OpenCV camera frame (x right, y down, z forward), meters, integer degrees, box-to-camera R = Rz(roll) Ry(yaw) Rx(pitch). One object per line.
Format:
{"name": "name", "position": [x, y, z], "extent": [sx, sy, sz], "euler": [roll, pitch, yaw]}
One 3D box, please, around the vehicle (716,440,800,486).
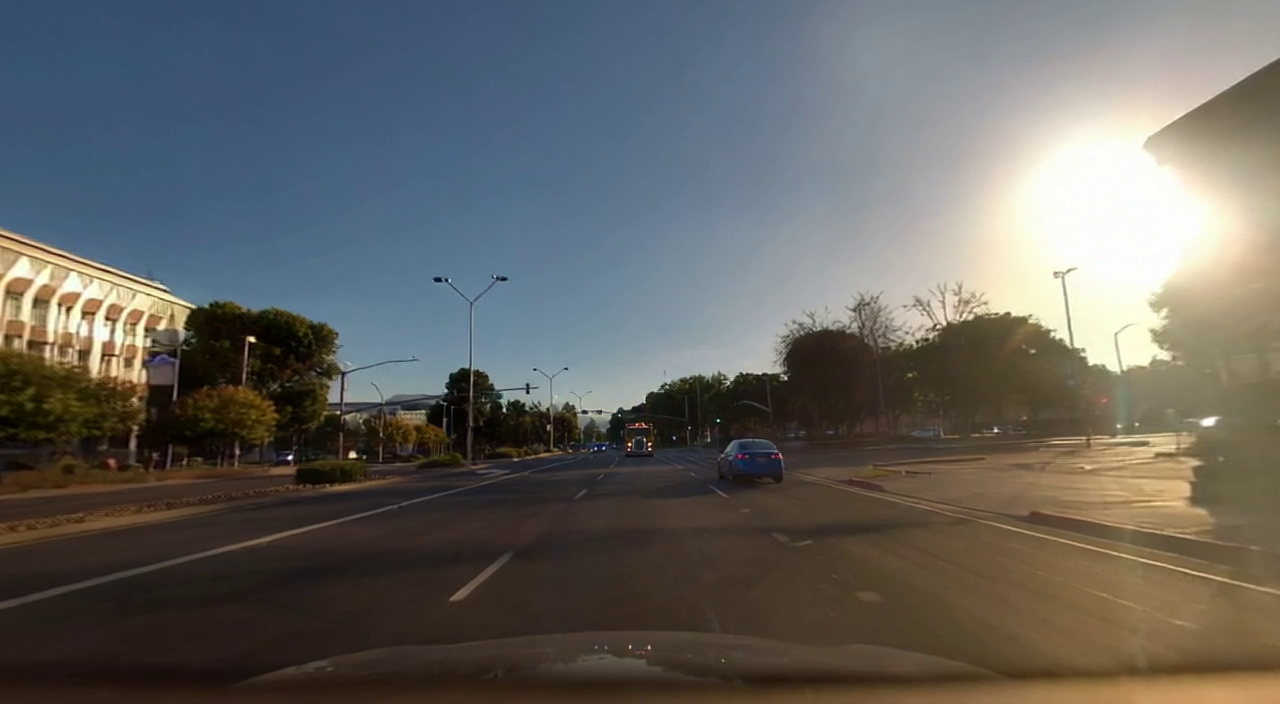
{"name": "vehicle", "position": [4.035, 3.880, 22.468], "extent": [2.005, 1.442, 4.675], "euler": [0, -8, -1]}

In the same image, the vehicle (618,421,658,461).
{"name": "vehicle", "position": [-0.115, 6.942, 49.191], "extent": [2.833, 2.879, 6.572], "euler": [0, -8, 1]}
